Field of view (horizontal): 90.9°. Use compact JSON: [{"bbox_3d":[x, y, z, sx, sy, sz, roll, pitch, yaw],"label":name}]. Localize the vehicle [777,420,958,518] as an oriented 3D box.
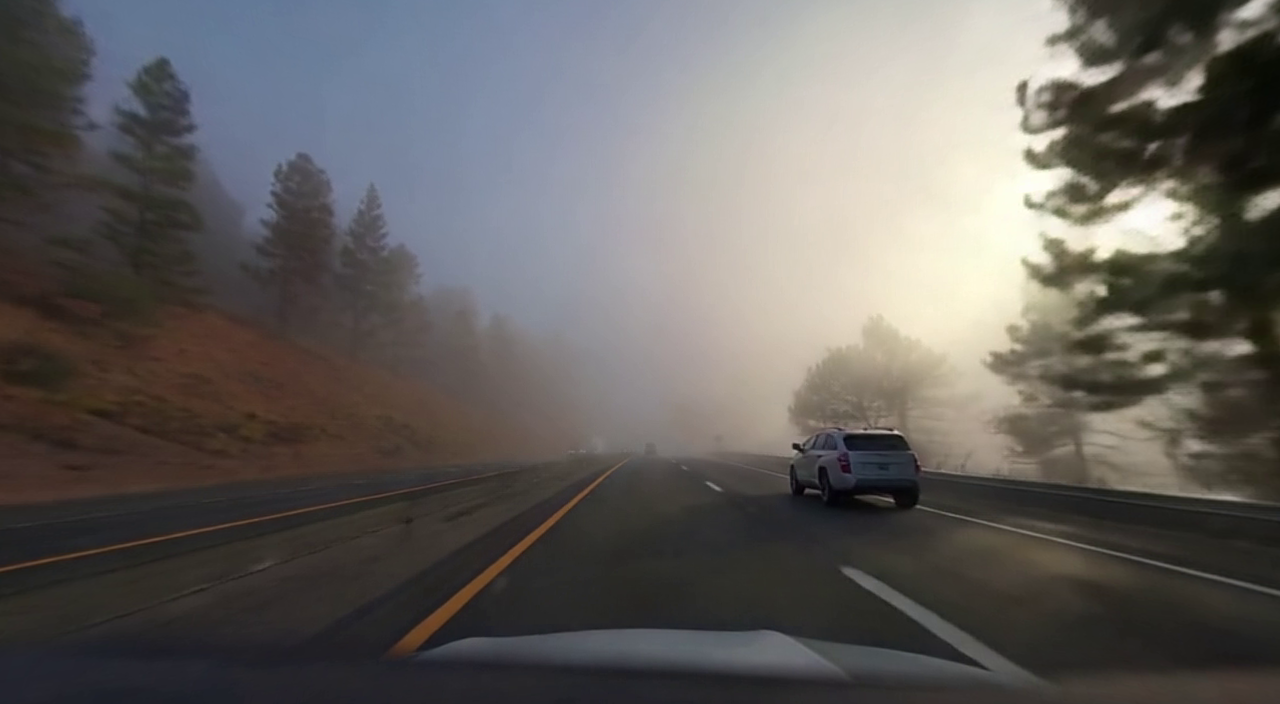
[{"bbox_3d":[4.579,2.431,13.696,2.098,1.703,4.862,0,-8,0],"label":"vehicle"}]
